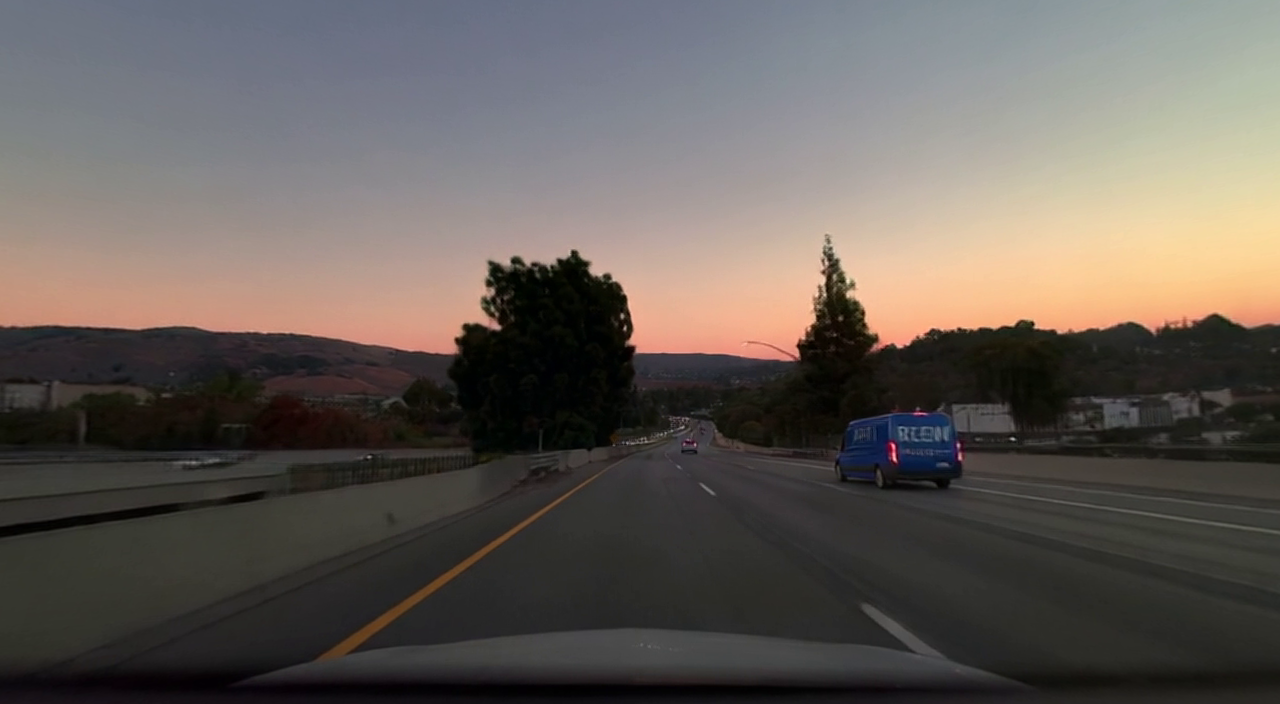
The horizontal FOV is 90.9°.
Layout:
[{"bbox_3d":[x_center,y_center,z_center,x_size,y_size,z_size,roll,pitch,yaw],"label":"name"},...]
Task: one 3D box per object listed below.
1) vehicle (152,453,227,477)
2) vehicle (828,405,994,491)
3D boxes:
[{"bbox_3d":[-31.708,7.945,44.561,1.785,1.472,4.603,0,-8,1],"label":"vehicle"},{"bbox_3d":[7.375,2.693,18.042,2.275,2.059,5.543,0,-8,0],"label":"vehicle"}]
